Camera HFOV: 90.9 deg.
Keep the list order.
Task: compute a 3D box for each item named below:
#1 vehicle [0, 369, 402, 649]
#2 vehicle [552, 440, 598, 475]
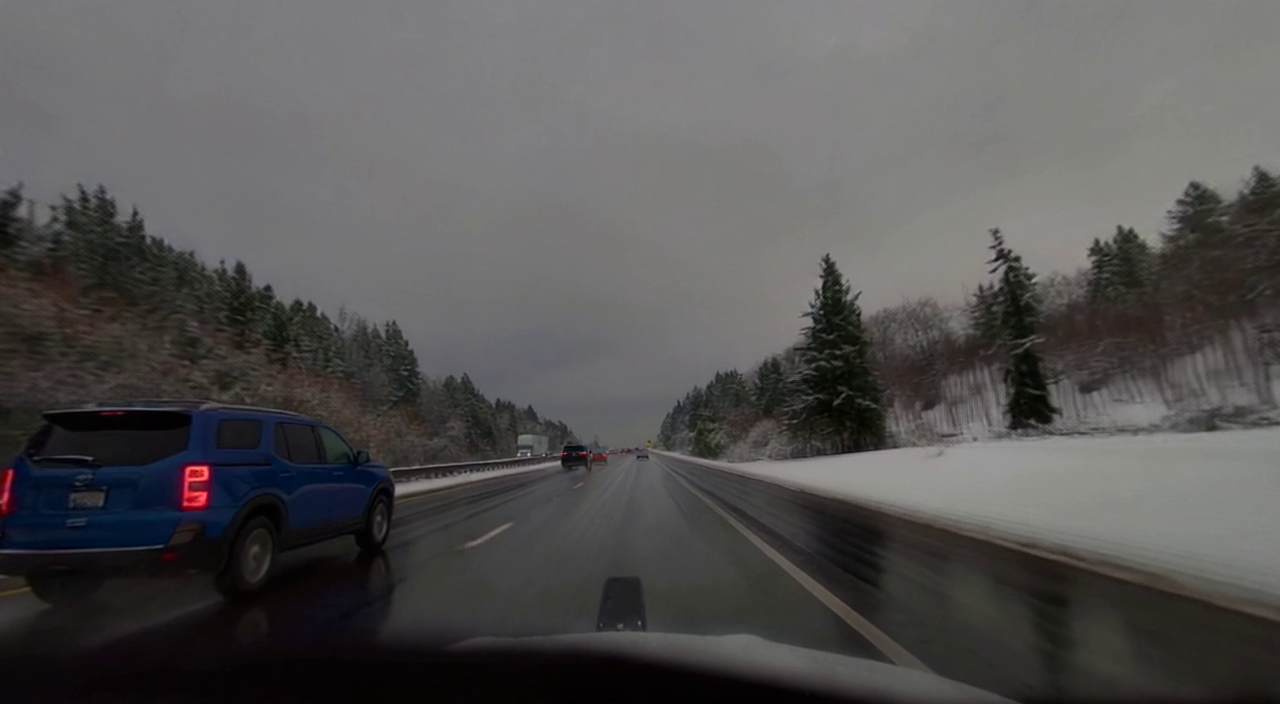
[{"bbox_3d":[-4.588,1.447,6.820,2.102,1.941,4.703,0,-9,1],"label":"vehicle"},{"bbox_3d":[-3.602,5.930,35.694,2.056,1.811,4.202,-1,-9,2],"label":"vehicle"}]
